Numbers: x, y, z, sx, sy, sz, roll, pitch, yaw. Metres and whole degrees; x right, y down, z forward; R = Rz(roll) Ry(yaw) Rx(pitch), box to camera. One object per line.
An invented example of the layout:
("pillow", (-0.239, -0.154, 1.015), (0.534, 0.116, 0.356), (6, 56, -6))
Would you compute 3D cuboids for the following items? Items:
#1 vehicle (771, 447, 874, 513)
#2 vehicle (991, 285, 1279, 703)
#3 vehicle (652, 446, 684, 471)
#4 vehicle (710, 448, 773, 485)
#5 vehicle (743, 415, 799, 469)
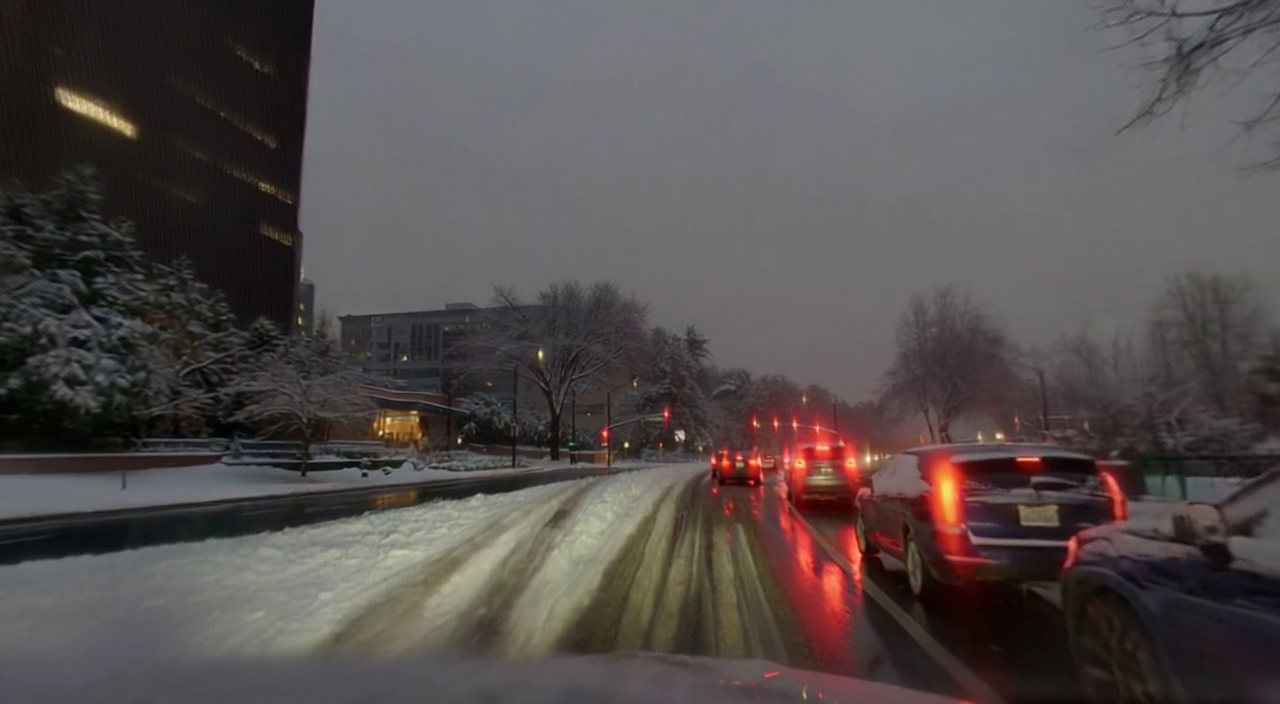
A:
("vehicle", (5.058, 3.551, 18.178), (2.089, 1.609, 4.922), (-1, -9, 7))
("vehicle", (2.491, 0.571, 0.670), (2.092, 1.703, 4.870), (-1, -9, 9))
("vehicle", (2.126, 7.843, 46.594), (2.121, 1.728, 4.161), (-1, -9, 6))
("vehicle", (4.607, 5.262, 29.247), (2.183, 1.553, 3.923), (0, -9, -1))
("vehicle", (9.883, 7.064, 49.120), (3.128, 3.616, 13.736), (-1, -9, 7))
